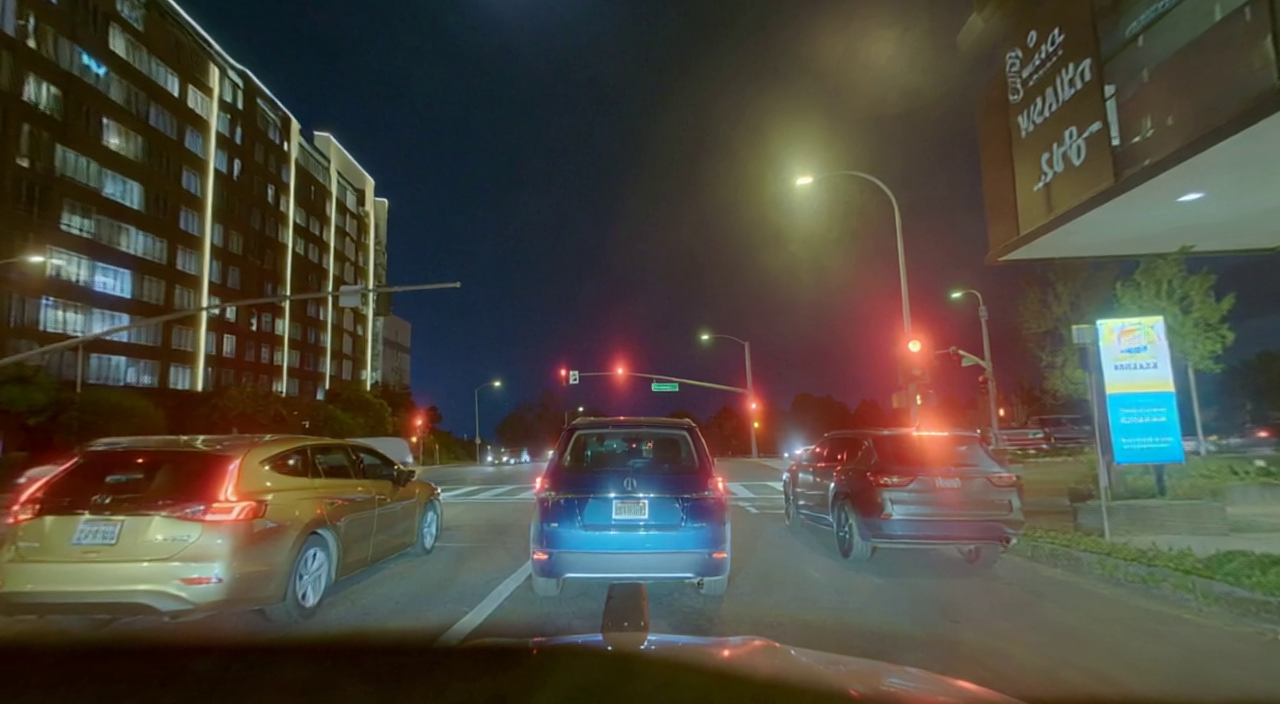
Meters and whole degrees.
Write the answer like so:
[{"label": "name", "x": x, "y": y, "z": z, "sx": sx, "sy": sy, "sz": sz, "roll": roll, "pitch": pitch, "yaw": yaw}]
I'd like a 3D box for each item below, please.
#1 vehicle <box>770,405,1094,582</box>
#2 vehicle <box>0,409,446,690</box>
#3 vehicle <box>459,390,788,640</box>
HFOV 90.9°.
[{"label": "vehicle", "x": 3.217, "y": 1.662, "z": 8.251, "sx": 2.004, "sy": 1.646, "sz": 4.554, "roll": 0, "pitch": -8, "yaw": -1}, {"label": "vehicle", "x": -3.548, "y": 1.421, "z": 5.819, "sx": 1.906, "sy": 1.524, "sz": 4.547, "roll": 0, "pitch": -8, "yaw": 2}, {"label": "vehicle", "x": -0.130, "y": 1.408, "z": 6.433, "sx": 2.195, "sy": 1.662, "sz": 4.262, "roll": 0, "pitch": -8, "yaw": -1}]
